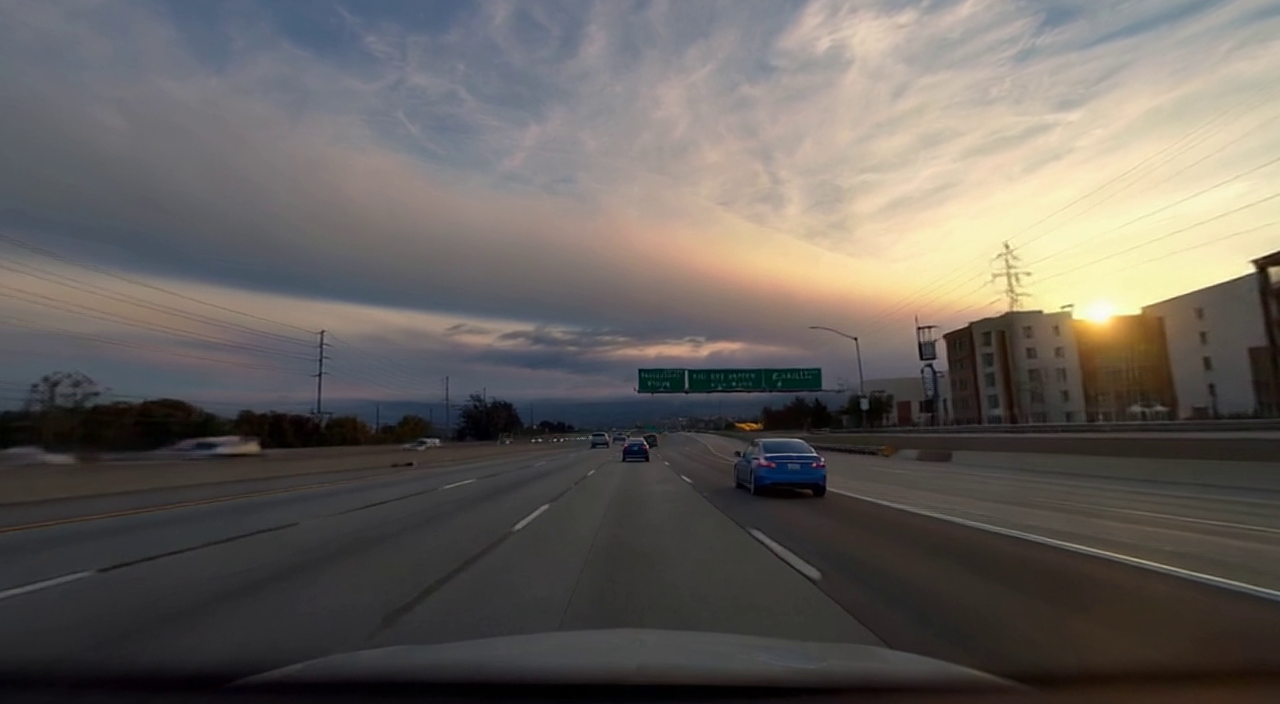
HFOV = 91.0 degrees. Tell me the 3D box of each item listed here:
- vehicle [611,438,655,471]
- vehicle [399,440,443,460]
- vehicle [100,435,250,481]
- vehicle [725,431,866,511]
[{"bbox_3d":[-0.374,5.002,30.981,2.019,1.472,3.971,0,-8,-1],"label":"vehicle"},{"bbox_3d":[-16.788,7.507,48.404,1.794,1.492,4.245,0,-8,0],"label":"vehicle"},{"bbox_3d":[-16.666,3.814,22.933,2.015,1.513,4.497,0,-8,0],"label":"vehicle"},{"bbox_3d":[3.325,2.634,14.510,1.995,1.533,4.463,0,-8,-2],"label":"vehicle"}]
